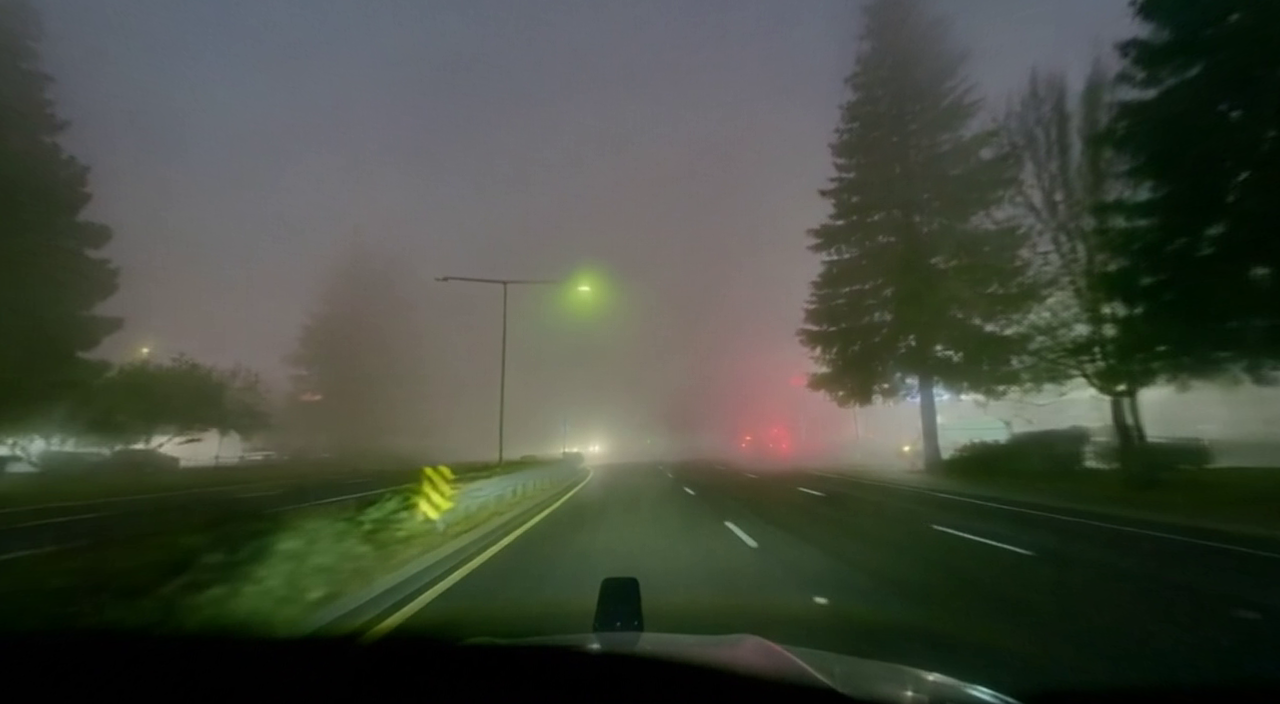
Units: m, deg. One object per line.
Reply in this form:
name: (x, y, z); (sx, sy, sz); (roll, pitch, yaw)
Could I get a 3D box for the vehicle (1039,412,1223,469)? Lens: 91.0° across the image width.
vehicle: (33.515, 6.080, 43.227); (10.143, 3.636, 2.880); (1, -9, -2)

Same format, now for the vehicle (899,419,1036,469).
vehicle: (22.035, 6.211, 42.675); (7.634, 3.061, 2.777); (-1, -8, 0)

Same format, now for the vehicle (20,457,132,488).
vehicle: (-29.754, 6.348, 33.284); (4.154, 1.510, 1.847); (0, -8, 1)

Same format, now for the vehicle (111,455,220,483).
vehicle: (-29.648, 7.307, 39.483); (4.739, 1.638, 2.515); (1, -9, -1)
